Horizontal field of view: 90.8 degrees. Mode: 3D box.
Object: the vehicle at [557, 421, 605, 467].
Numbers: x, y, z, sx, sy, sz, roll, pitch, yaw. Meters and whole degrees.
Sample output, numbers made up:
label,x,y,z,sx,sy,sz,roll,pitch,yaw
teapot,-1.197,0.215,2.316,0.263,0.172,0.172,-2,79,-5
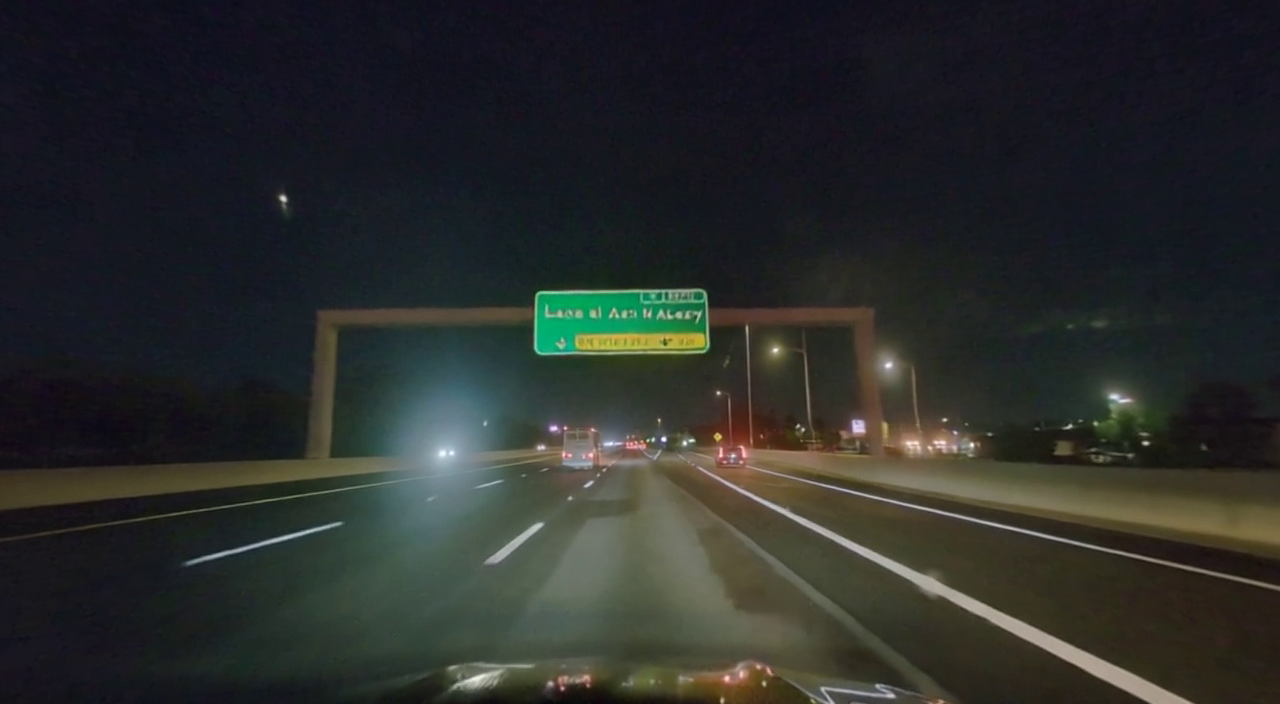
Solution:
label,x,y,z,sx,sy,sz,roll,pitch,yaw
vehicle,-4.016,6.443,44.320,2.881,2.937,7.045,0,-8,-2
